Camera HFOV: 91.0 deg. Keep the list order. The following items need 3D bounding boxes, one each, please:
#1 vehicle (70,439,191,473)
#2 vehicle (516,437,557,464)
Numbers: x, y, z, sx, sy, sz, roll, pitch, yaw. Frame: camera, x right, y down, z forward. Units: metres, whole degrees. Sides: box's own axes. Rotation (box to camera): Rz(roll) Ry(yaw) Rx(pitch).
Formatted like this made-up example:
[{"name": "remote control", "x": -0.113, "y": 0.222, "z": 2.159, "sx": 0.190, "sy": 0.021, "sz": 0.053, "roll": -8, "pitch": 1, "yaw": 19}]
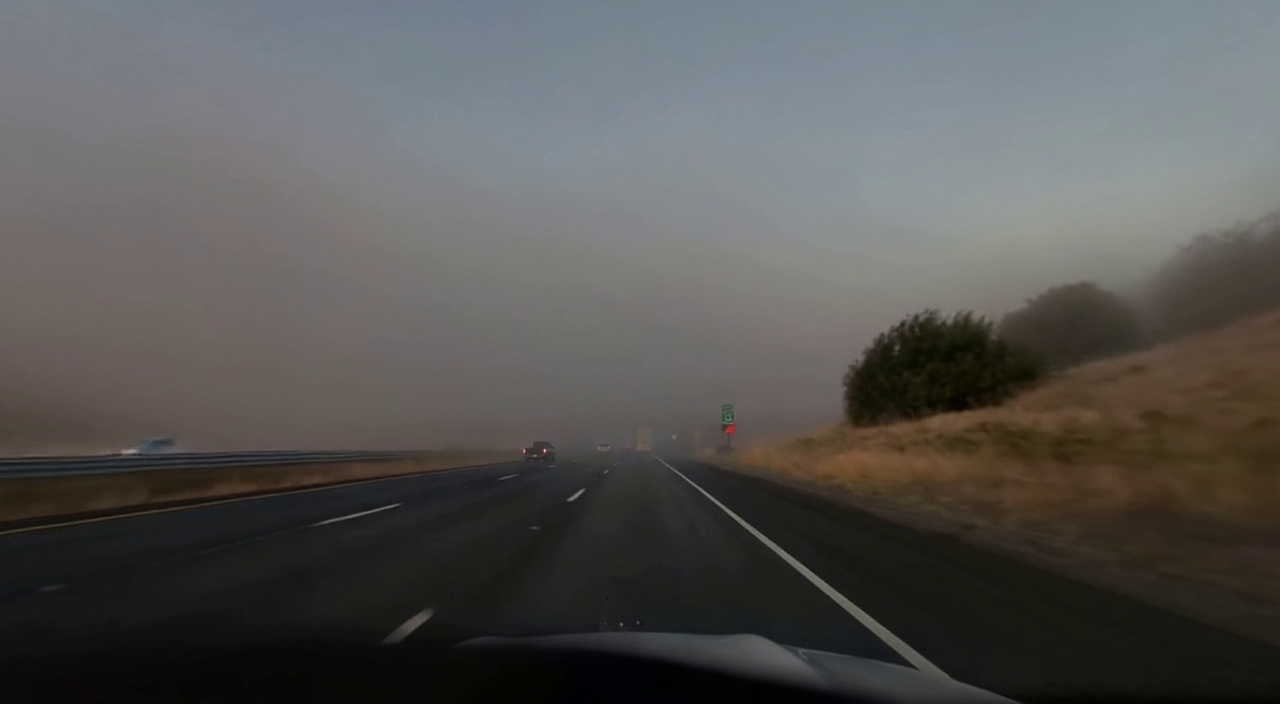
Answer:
[{"name": "vehicle", "x": -31.938, "y": 6.522, "z": 39.825, "sx": 2.433, "sy": 1.916, "sz": 6.183, "roll": 0, "pitch": -8, "yaw": 0}, {"name": "vehicle", "x": -7.075, "y": 6.811, "z": 43.498, "sx": 2.070, "sy": 1.738, "sz": 4.733, "roll": 0, "pitch": -8, "yaw": 0}]
